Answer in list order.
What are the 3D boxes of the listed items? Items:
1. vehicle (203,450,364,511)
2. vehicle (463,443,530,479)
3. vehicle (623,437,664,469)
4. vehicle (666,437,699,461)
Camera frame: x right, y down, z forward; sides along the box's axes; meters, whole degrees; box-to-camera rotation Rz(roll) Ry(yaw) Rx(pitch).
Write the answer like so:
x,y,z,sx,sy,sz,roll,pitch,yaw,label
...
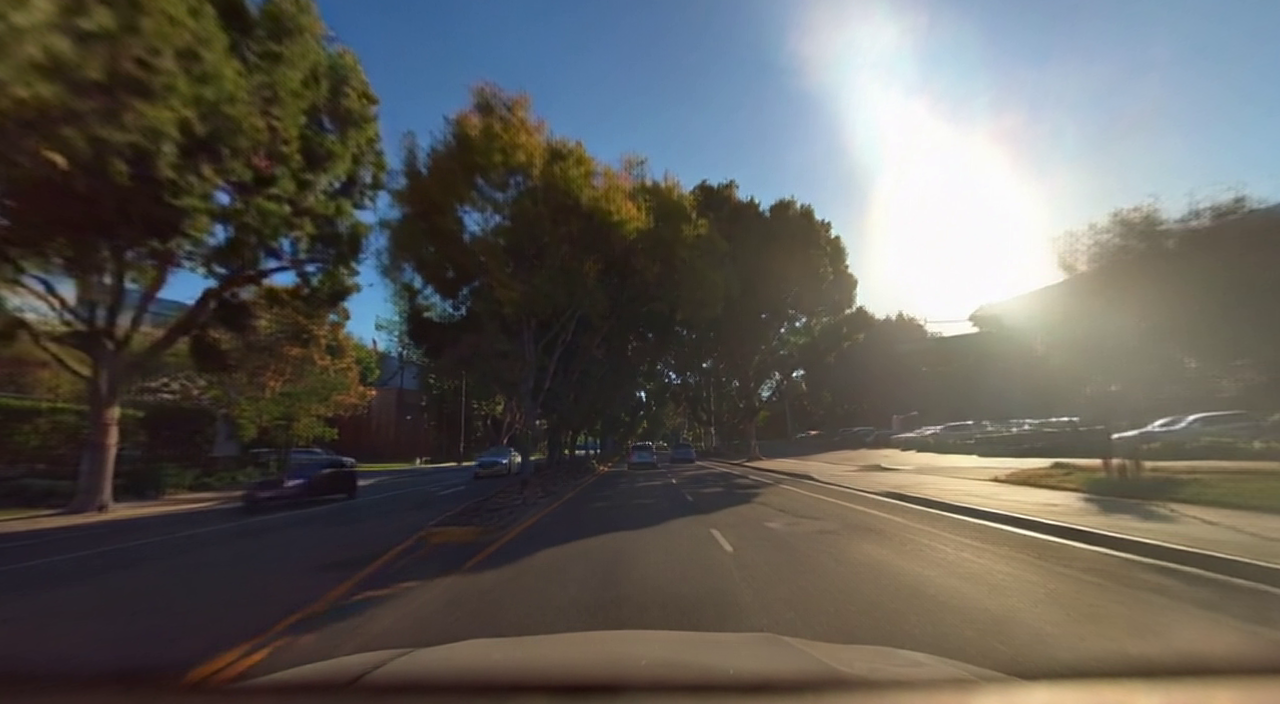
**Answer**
x,y,z,sx,sy,sz,roll,pitch,yaw,label
-10.048,3.607,18.307,1.932,1.484,4.683,0,-8,0,vehicle
-6.481,4.944,28.995,2.020,1.512,4.296,0,-8,1,vehicle
0.159,5.572,34.886,2.109,1.612,3.963,0,-8,-1,vehicle
3.248,7.523,48.976,2.189,1.766,4.495,0,-8,0,vehicle
